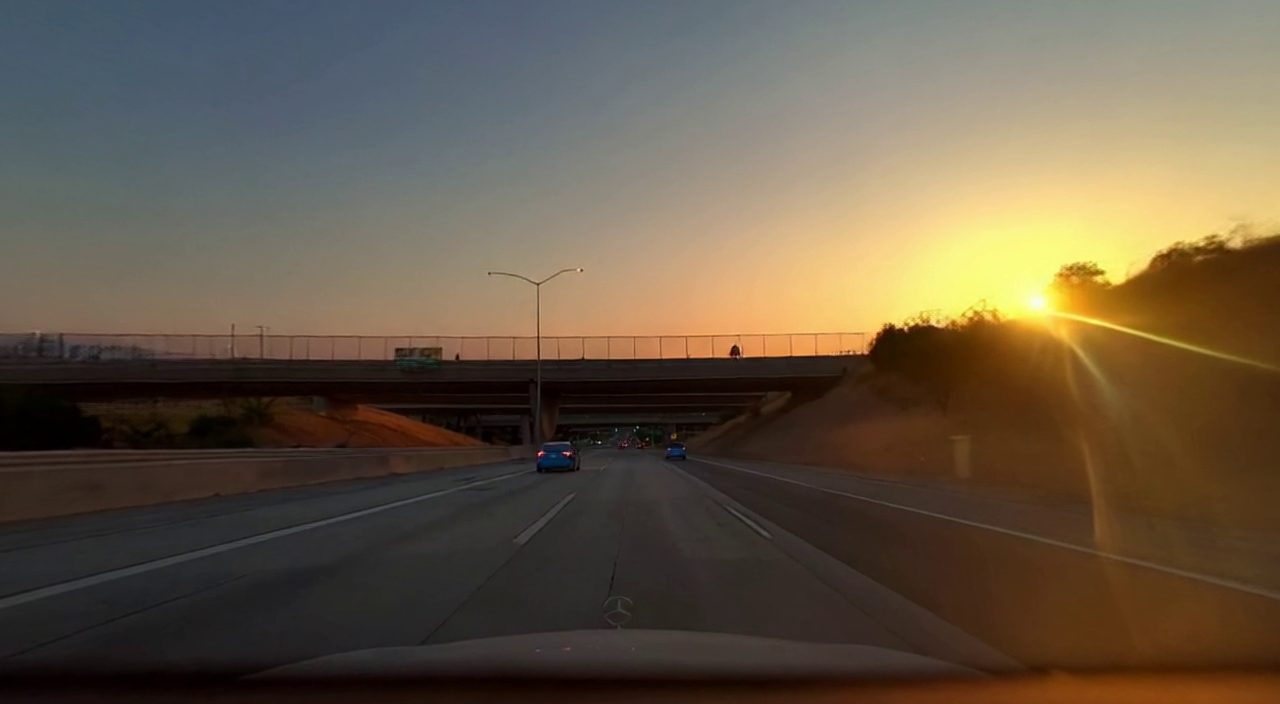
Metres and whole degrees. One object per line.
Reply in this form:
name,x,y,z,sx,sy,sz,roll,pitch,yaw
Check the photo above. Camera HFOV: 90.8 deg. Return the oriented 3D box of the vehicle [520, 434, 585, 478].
vehicle,-3.799,4.661,28.447,2.205,1.773,5.124,0,-9,0
